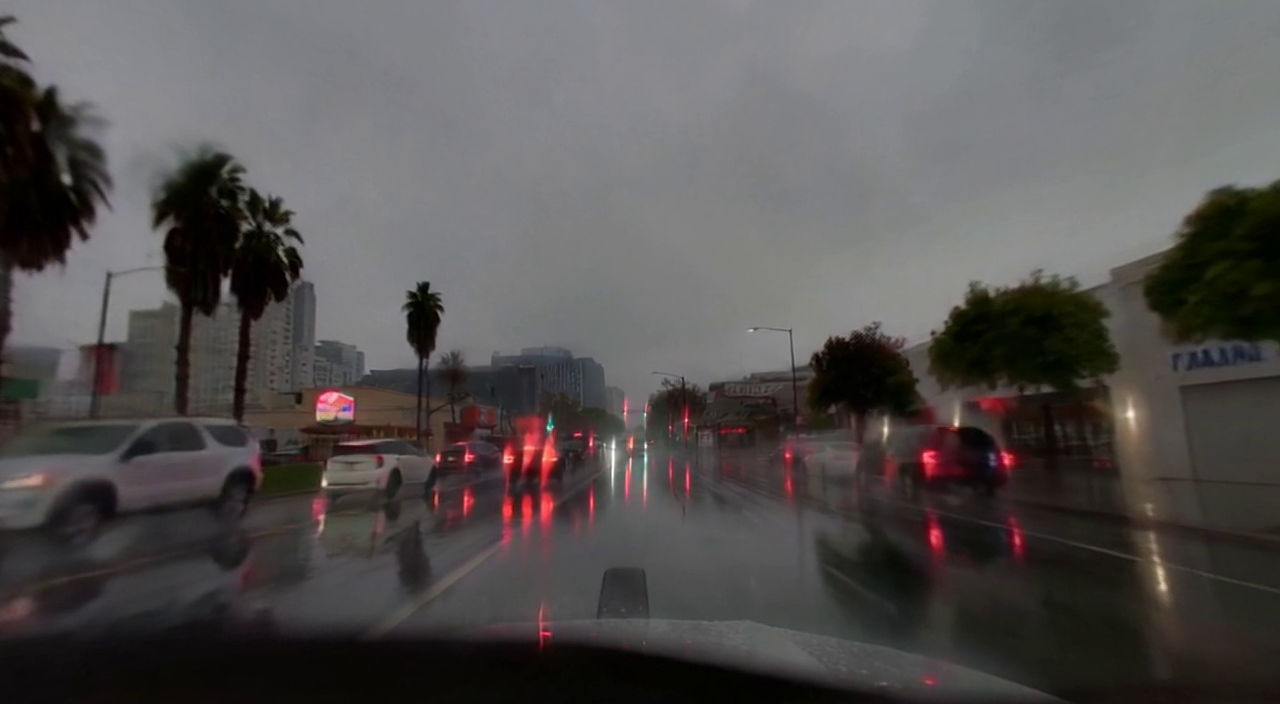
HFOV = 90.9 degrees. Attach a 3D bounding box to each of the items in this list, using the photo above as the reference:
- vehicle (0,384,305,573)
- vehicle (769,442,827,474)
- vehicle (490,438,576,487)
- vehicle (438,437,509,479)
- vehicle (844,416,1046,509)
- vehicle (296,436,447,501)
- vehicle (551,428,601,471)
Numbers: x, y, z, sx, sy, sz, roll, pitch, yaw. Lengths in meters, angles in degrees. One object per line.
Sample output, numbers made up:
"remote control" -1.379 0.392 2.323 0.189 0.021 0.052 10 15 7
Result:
"vehicle" -6.934 1.551 8.295 2.026 1.735 5.361 0 -9 1
"vehicle" 7.815 5.269 31.558 1.888 1.496 4.294 0 -9 1
"vehicle" -3.482 3.716 21.465 2.044 1.462 4.624 0 -9 1
"vehicle" -6.586 4.229 25.403 1.668 1.525 4.168 0 -9 1
"vehicle" 7.366 2.764 16.221 2.256 1.936 5.838 0 -9 0
"vehicle" -6.969 3.074 16.979 2.071 1.501 4.339 0 -9 1
"vehicle" -3.227 5.062 32.744 2.158 2.040 4.511 0 -9 0
